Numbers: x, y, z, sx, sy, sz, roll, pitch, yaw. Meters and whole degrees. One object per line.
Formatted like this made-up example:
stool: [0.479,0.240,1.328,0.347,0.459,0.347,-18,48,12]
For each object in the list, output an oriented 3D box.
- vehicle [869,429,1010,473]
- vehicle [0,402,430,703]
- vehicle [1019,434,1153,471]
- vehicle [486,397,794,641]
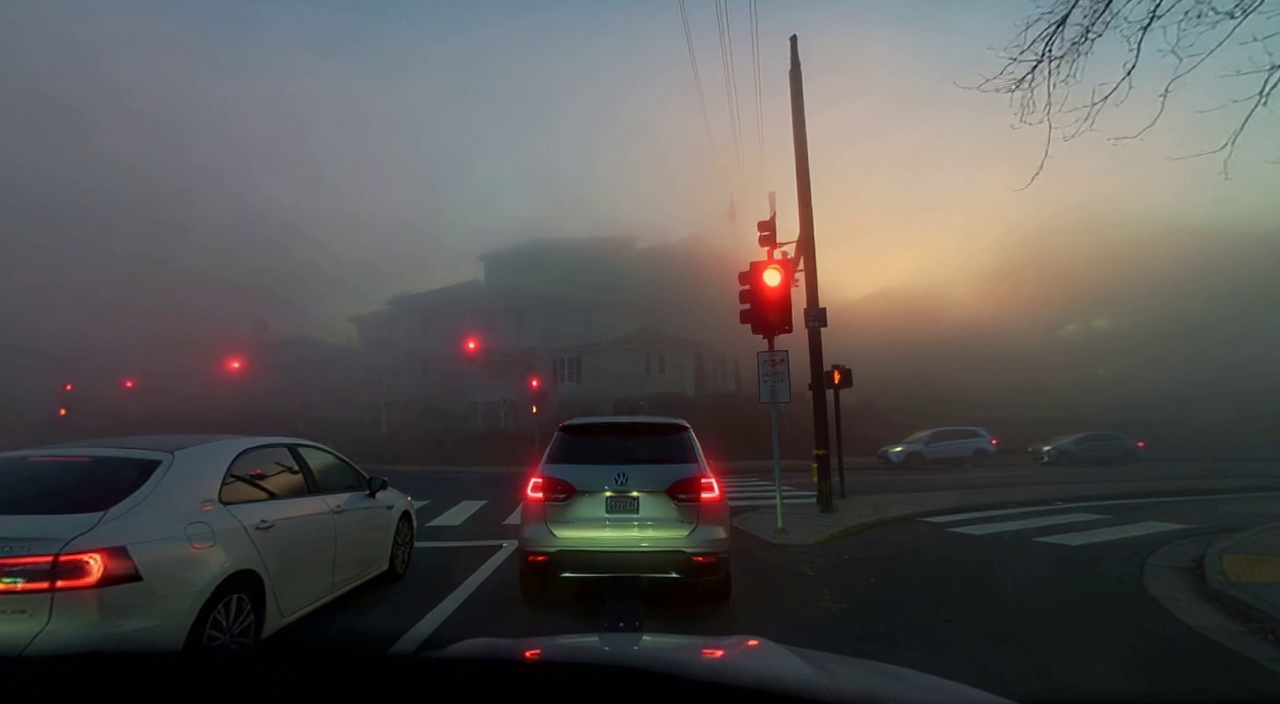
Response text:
vehicle: [12.562,4.197,26.809,4.887,1.769,2.035,-1,-9,5]
vehicle: [-3.301,1.272,4.730,2.035,1.492,4.415,0,-9,-2]
vehicle: [20.621,4.650,29.399,4.639,1.621,1.867,-1,-9,6]
vehicle: [-0.141,1.470,6.567,2.154,1.670,4.140,1,-9,-4]
